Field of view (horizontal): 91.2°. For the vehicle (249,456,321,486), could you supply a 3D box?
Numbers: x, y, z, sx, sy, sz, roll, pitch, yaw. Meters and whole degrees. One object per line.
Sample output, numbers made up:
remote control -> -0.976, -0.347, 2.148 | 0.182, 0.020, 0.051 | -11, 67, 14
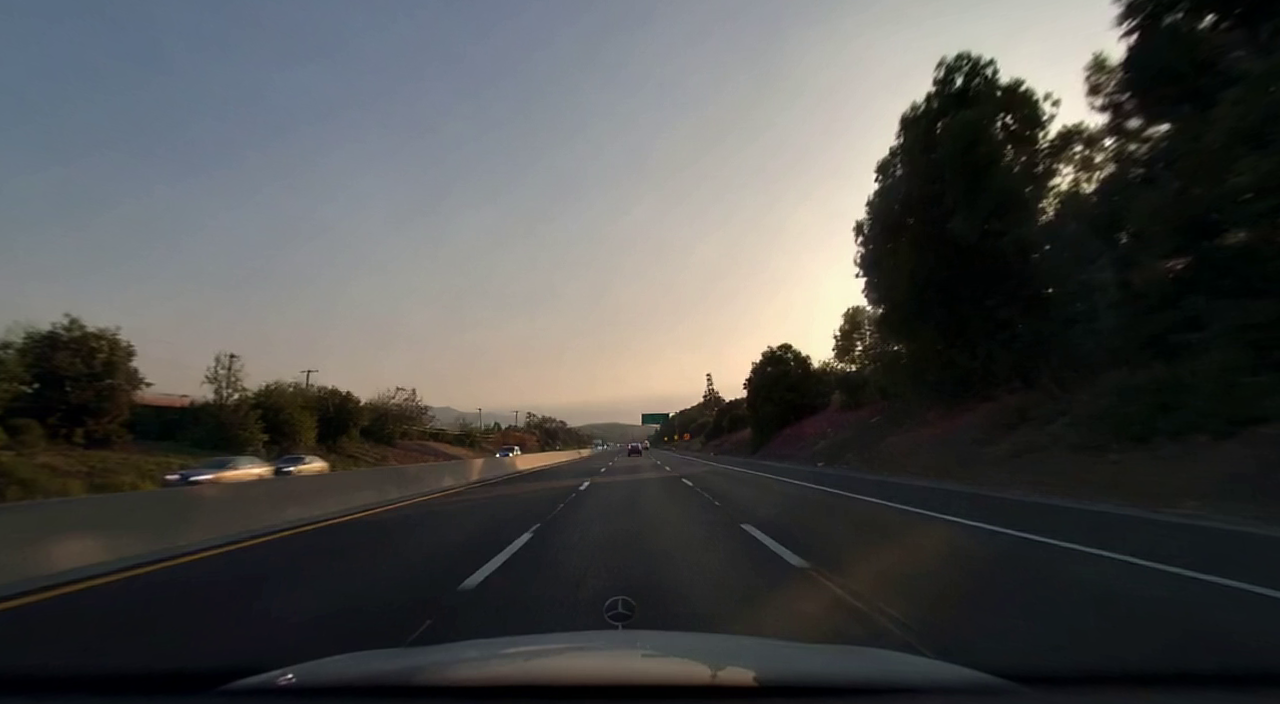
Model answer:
vehicle -> -20.606, 6.895, 36.596 | 1.848, 1.543, 3.982 | 0, -9, 0

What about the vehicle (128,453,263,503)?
vehicle -> -16.098, 4.533, 23.003 | 1.885, 1.631, 4.109 | 0, -9, 0
